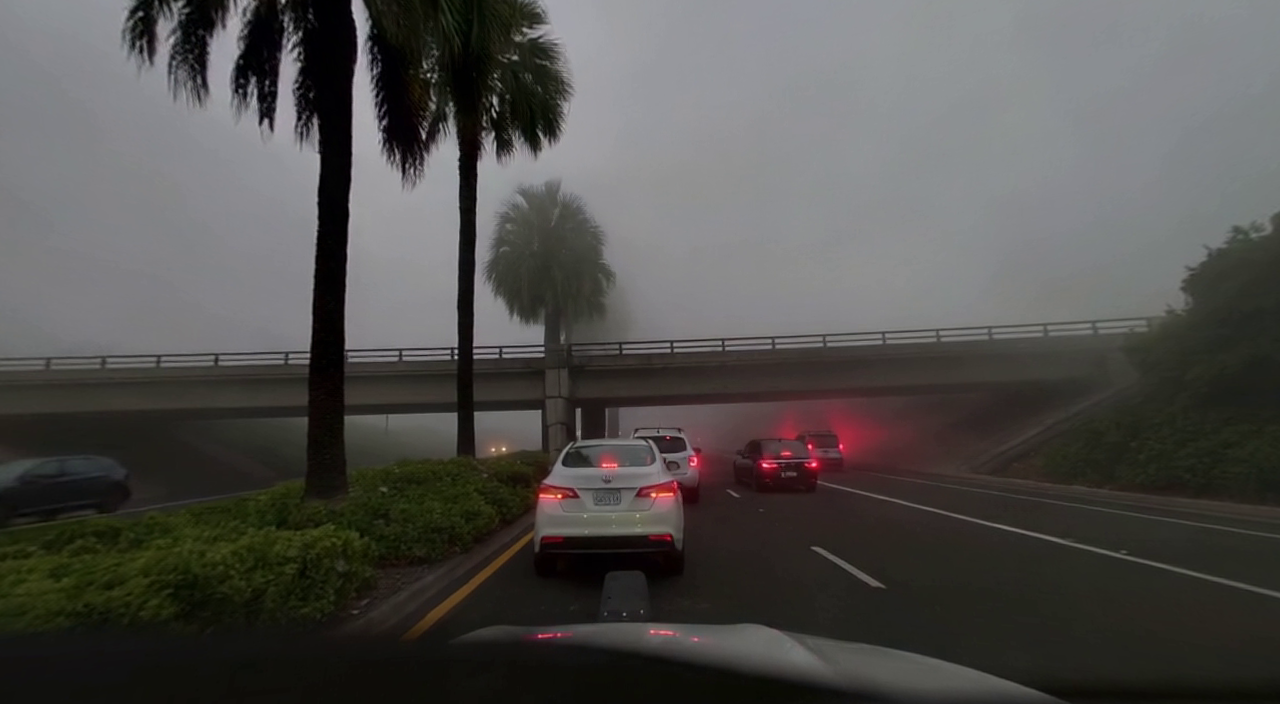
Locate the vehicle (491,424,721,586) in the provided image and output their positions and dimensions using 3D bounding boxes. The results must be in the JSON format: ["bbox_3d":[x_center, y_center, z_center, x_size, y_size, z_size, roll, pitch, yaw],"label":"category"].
[{"bbox_3d":[-0.256,1.750,8.004,2.172,1.506,4.018,0,-9,2],"label":"vehicle"}]

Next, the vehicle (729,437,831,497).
[{"bbox_3d":[3.933,3.313,18.548,2.034,1.517,4.840,0,-9,2],"label":"vehicle"}]

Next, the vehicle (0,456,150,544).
[{"bbox_3d":[-12.285,2.813,12.166,1.933,1.486,4.449,0,-9,0],"label":"vehicle"}]
